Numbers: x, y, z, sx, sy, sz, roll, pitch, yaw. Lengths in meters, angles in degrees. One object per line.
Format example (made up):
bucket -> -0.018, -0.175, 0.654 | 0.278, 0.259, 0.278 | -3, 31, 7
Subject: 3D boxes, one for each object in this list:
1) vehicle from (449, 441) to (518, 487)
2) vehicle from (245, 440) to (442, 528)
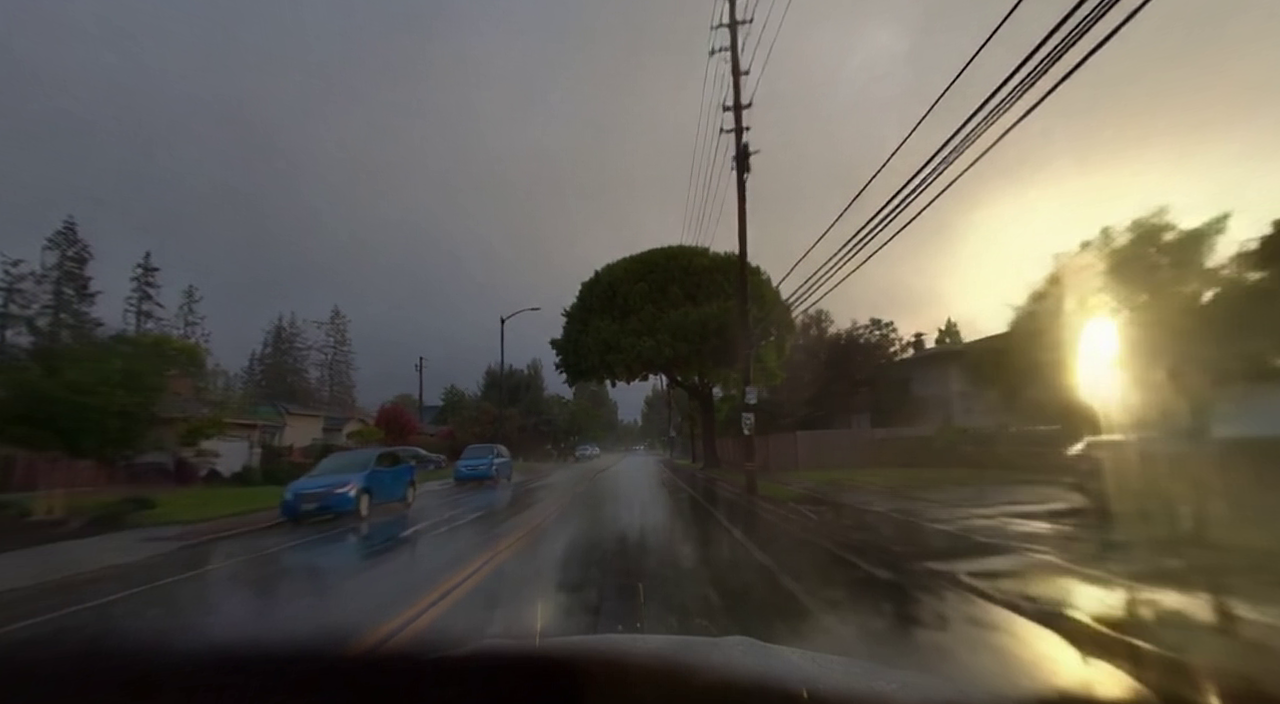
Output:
vehicle -> -6.711, 4.831, 27.557 | 1.923, 1.687, 4.511 | -4, -9, -1
vehicle -> -6.469, 2.923, 14.562 | 2.129, 1.556, 4.778 | -4, -9, 2
